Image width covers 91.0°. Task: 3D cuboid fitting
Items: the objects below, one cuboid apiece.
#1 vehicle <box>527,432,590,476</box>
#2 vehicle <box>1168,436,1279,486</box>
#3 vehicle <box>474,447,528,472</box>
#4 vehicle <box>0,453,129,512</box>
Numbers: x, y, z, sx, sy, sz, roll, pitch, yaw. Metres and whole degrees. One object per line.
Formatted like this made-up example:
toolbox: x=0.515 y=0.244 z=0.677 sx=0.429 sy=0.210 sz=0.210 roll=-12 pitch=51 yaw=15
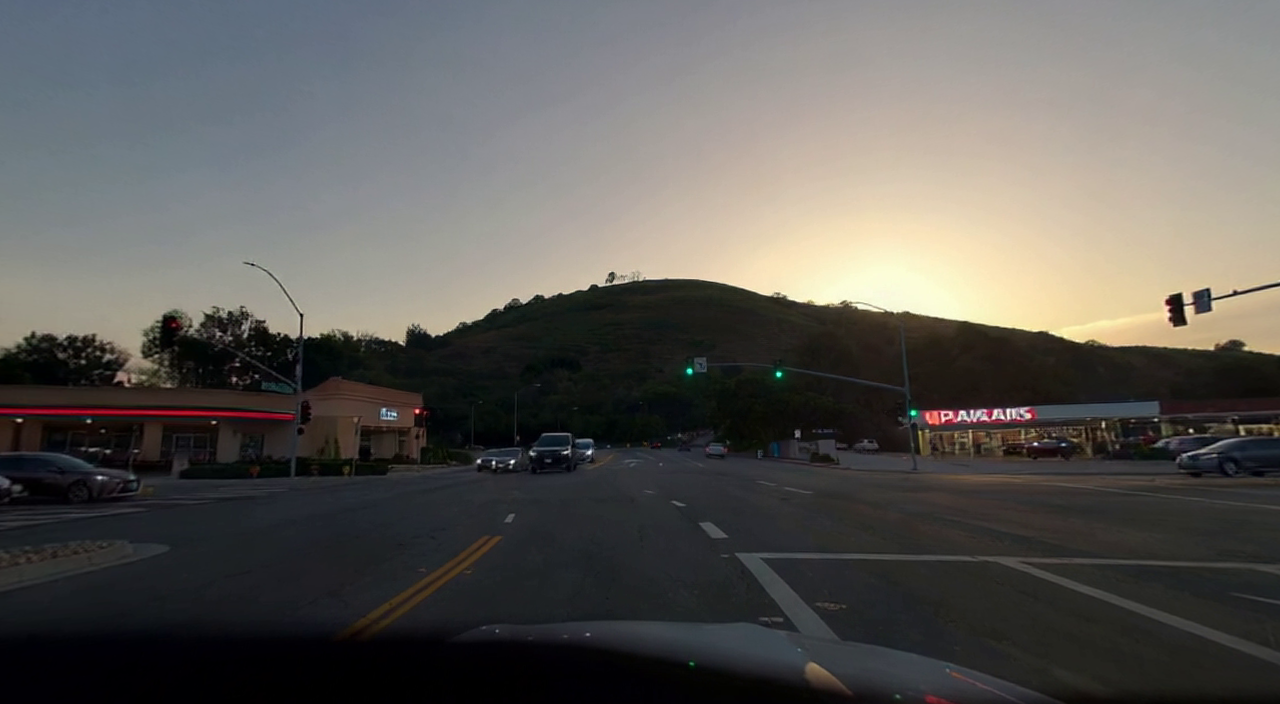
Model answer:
vehicle: x=-4.303 y=5.508 z=34.306 sx=2.662 sy=2.197 sz=5.454 roll=0 pitch=-8 yaw=1
vehicle: x=25.052 y=4.467 z=26.064 sx=4.546 sy=1.944 sz=2.051 roll=1 pitch=-9 yaw=-5
vehicle: x=-10.466 y=8.113 z=47.733 sx=2.069 sy=1.706 sz=4.336 roll=-3 pitch=-9 yaw=17
vehicle: x=-19.809 y=4.198 z=20.524 sx=4.440 sy=1.748 sz=2.033 roll=0 pitch=-9 yaw=1
